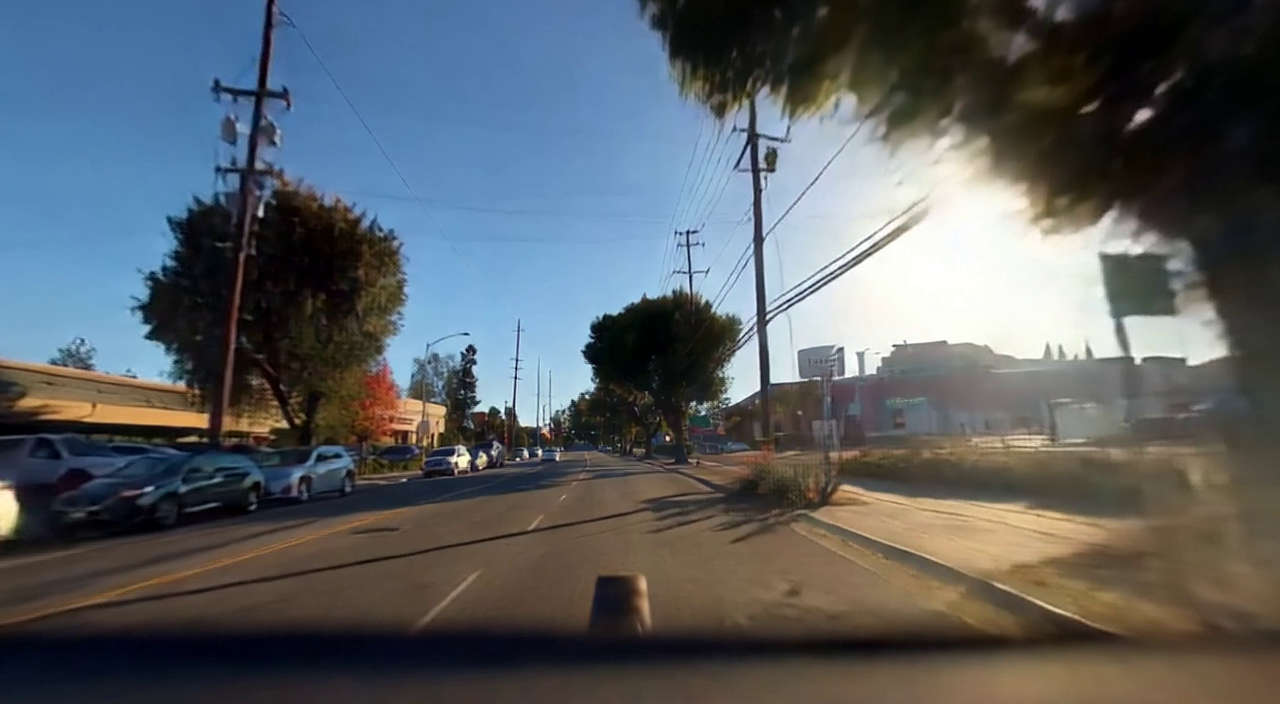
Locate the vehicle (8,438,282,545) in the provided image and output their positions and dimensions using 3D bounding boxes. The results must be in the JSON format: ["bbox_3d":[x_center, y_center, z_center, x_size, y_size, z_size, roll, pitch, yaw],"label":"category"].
[{"bbox_3d":[-9.565,2.684,12.874,2.027,1.719,4.575,0,-9,-3],"label":"vehicle"}]

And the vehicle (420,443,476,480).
[{"bbox_3d":[-10.670,6.088,35.452,2.016,1.872,5.297,0,-9,-6],"label":"vehicle"}]

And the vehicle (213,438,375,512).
[{"bbox_3d":[-9.723,3.471,18.402,1.983,1.799,5.276,0,-9,-3],"label":"vehicle"}]
